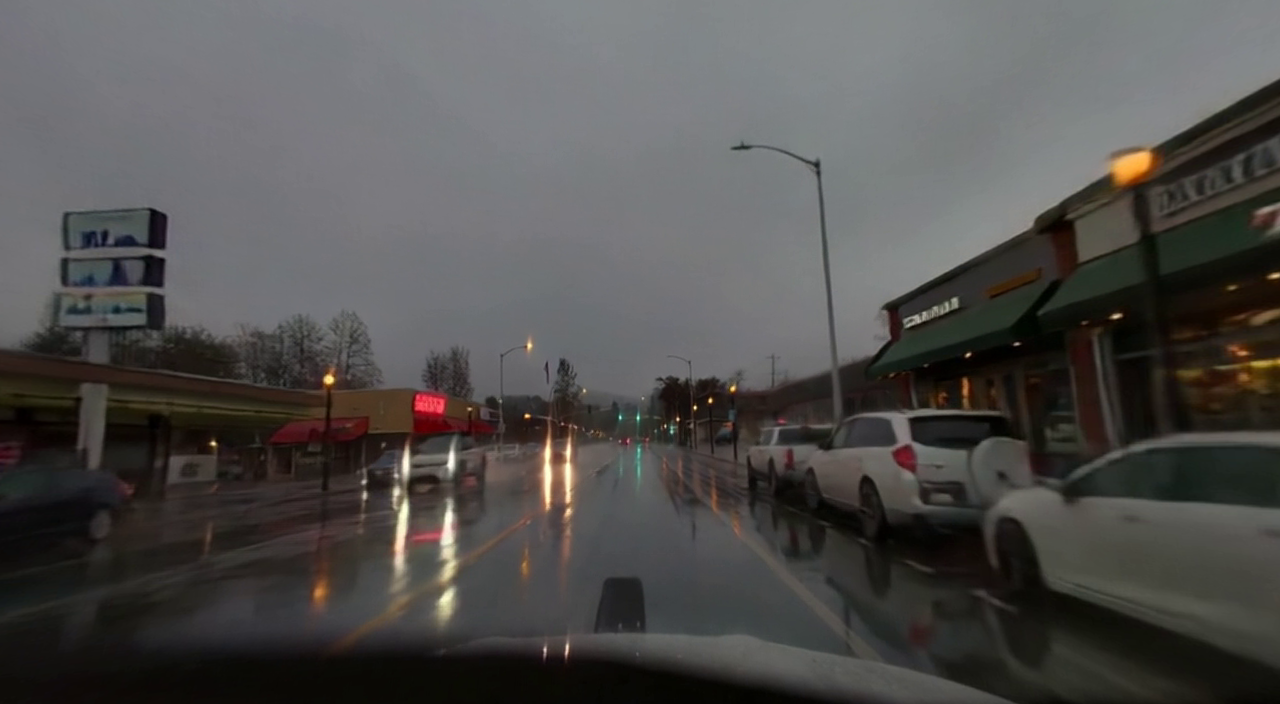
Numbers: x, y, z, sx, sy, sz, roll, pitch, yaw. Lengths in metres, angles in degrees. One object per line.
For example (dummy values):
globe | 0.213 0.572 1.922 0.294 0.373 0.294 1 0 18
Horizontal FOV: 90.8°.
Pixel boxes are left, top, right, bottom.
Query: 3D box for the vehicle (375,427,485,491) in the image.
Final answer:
vehicle | -6.703 3.455 20.782 2.044 1.839 4.512 0 -8 0

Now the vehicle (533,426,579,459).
vehicle | -5.609 6.159 43.123 2.267 2.070 5.719 0 -8 1

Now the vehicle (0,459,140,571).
vehicle | -10.749 2.632 10.355 1.930 1.621 3.853 0 -8 -1

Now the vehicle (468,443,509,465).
vehicle | -10.812 7.276 45.270 1.784 1.502 4.344 0 -8 1

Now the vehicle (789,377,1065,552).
vehicle | 3.839 1.607 9.559 1.976 2.001 4.430 0 -8 -1

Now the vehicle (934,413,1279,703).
vehicle | 3.905 1.144 3.881 1.876 1.468 4.672 -5 -9 0

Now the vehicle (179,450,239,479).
vehicle | -26.607 6.901 38.956 4.394 1.609 1.971 -7 -11 42
